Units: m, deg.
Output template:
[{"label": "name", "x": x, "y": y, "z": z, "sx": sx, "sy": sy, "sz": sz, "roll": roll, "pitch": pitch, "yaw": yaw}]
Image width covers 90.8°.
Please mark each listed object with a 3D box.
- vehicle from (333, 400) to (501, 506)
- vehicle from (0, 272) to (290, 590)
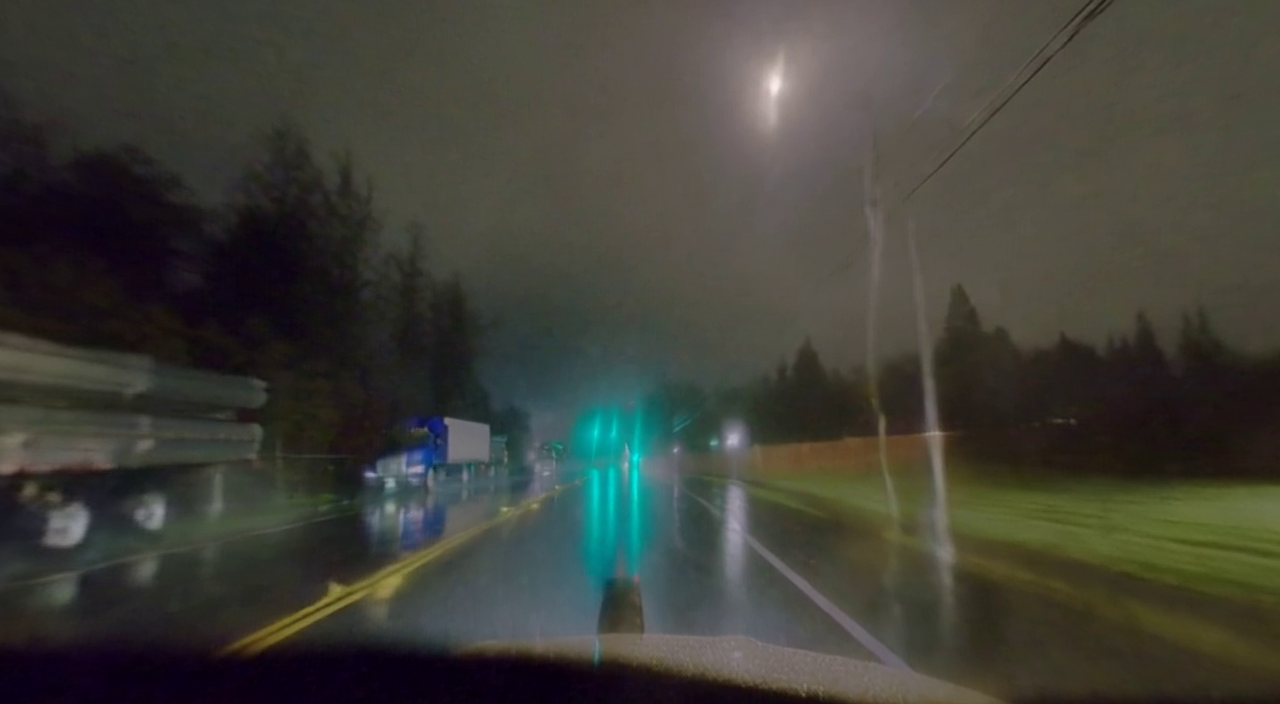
[{"label": "vehicle", "x": -8.257, "y": 3.838, "z": 25.383, "sx": 2.905, "sy": 3.359, "sz": 10.168, "roll": 0, "pitch": -7, "yaw": 1}, {"label": "vehicle", "x": -8.214, "y": 0.923, "z": 7.316, "sx": 2.788, "sy": 3.365, "sz": 9.652, "roll": 0, "pitch": -8, "yaw": 0}]
